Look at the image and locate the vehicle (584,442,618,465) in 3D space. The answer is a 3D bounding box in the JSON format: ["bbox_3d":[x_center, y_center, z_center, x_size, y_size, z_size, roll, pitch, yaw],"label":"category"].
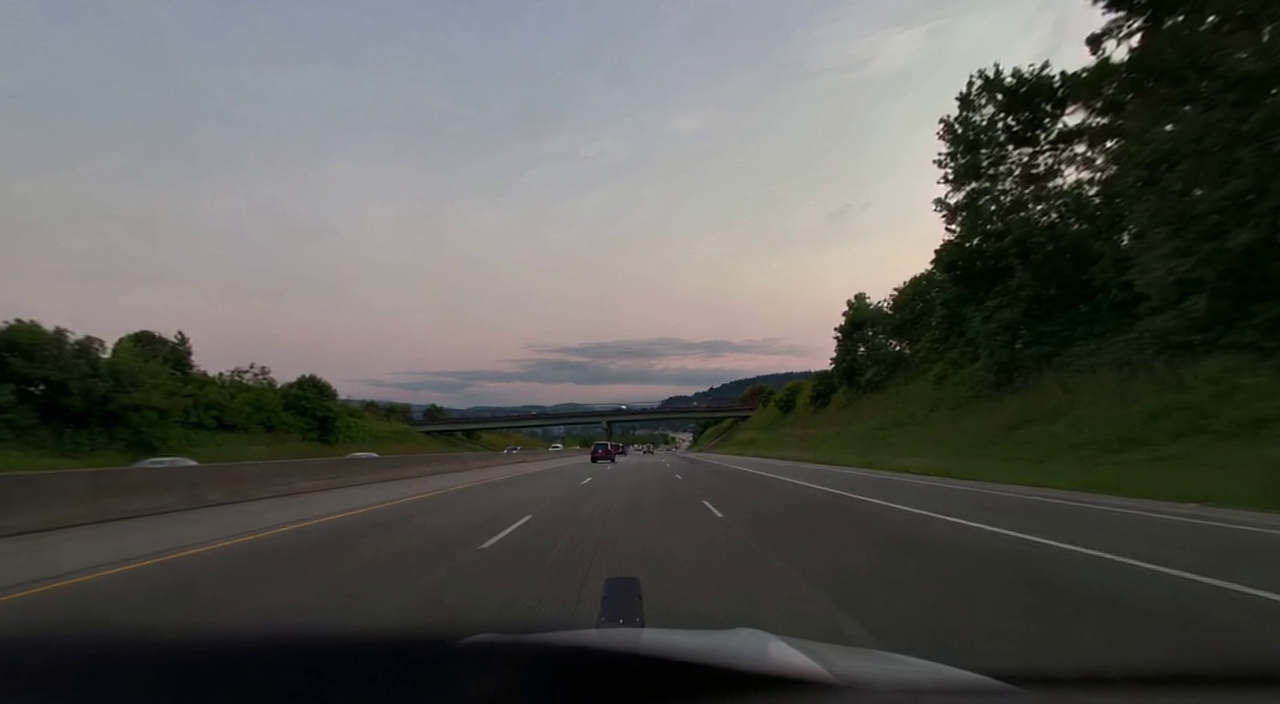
[{"bbox_3d":[-3.009,7.900,49.216,2.212,1.676,4.804,0,-9,2],"label":"vehicle"}]

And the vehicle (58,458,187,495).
[{"bbox_3d":[-25.217,6.033,30.973,2.162,1.571,4.494,-2,-9,8],"label":"vehicle"}]
